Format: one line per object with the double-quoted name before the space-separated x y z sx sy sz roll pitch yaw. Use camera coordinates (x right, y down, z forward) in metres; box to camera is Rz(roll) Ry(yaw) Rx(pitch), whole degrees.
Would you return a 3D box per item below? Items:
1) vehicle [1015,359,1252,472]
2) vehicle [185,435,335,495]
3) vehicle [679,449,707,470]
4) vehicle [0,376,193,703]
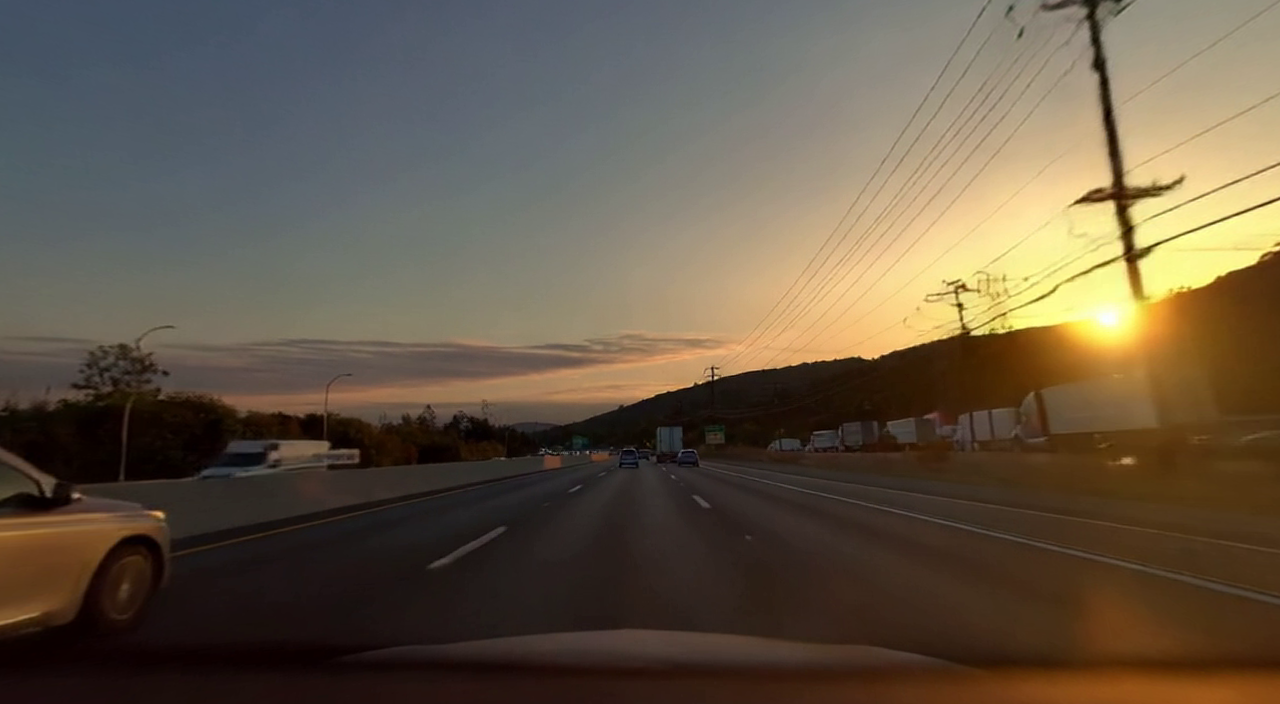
"vehicle" 22.786 3.274 30.398 2.948 4.403 10.315 -3 -9 1
"vehicle" -12.491 3.754 21.208 2.097 1.747 4.775 0 -9 -1
"vehicle" 3.997 8.129 47.839 1.779 1.512 3.517 0 -9 0
"vehicle" -4.198 0.821 2.077 2.018 1.710 4.649 0 -9 0
